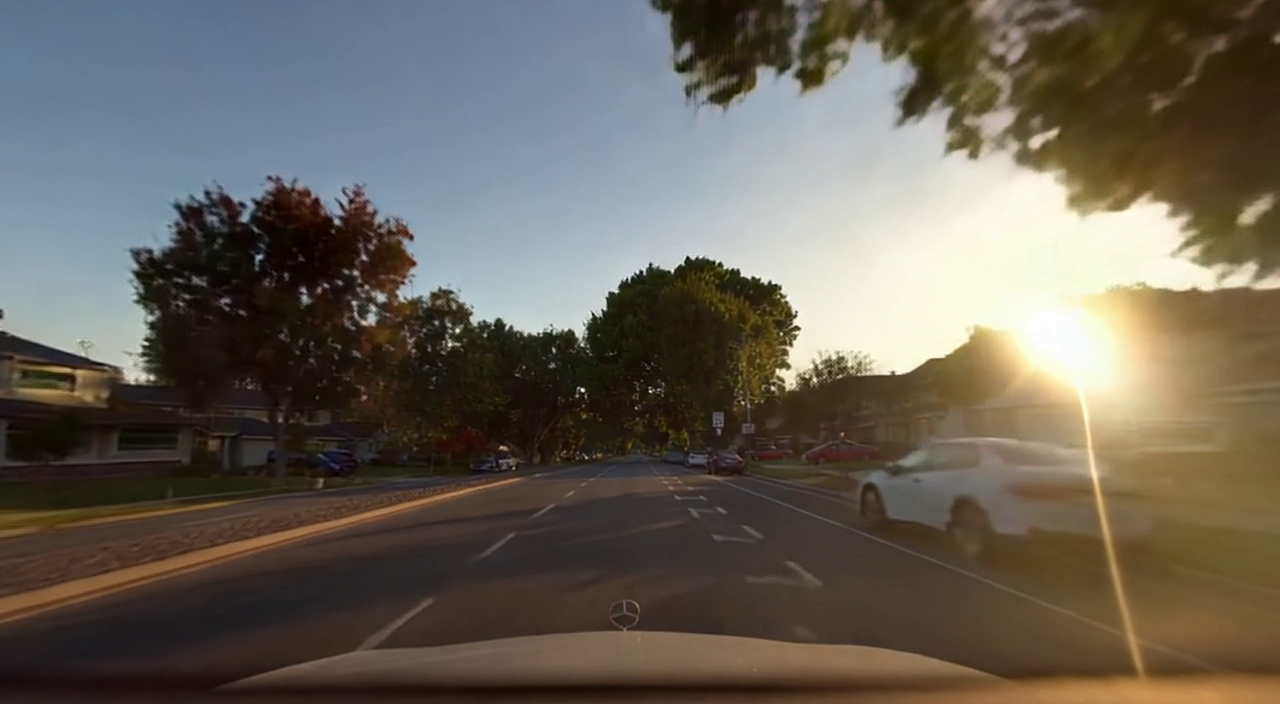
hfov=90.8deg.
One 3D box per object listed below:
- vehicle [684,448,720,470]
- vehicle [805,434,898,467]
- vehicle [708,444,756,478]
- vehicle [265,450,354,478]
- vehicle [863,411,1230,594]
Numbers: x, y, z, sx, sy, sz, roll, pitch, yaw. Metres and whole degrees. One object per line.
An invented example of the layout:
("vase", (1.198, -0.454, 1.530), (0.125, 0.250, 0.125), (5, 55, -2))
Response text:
("vehicle", (4.653, 8.094, 47.883), (2.035, 1.498, 4.910), (0, -9, -2))
("vehicle", (12.739, 5.999, 38.329), (4.850, 1.610, 1.980), (-5, -9, 3))
("vehicle", (4.777, 5.761, 33.310), (1.934, 1.546, 5.009), (2, -10, 2))
("vehicle", (-20.934, 7.099, 40.125), (4.534, 1.536, 1.952), (1, -8, 0))
("vehicle", (5.040, 1.905, 8.934), (2.082, 1.763, 4.718), (3, -9, 0))
